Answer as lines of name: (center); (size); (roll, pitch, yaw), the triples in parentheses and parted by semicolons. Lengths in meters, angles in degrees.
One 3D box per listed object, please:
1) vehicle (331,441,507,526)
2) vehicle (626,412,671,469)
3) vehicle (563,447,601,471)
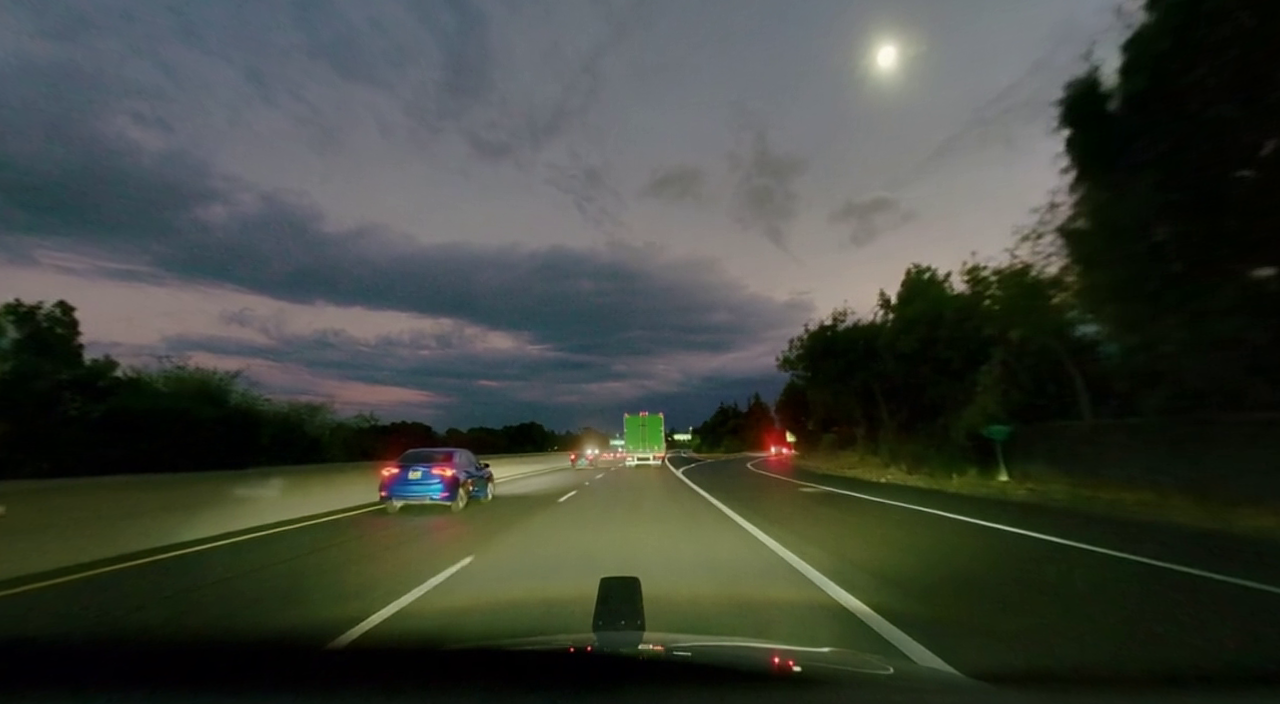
vehicle: (-4.301, 2.618, 13.169); (2.010, 1.461, 4.391); (0, -9, 1)
vehicle: (0.601, 6.430, 45.327); (2.893, 3.628, 9.081); (0, -9, 1)
vehicle: (-3.677, 6.920, 40.903); (1.981, 1.435, 4.199); (0, -9, 1)
